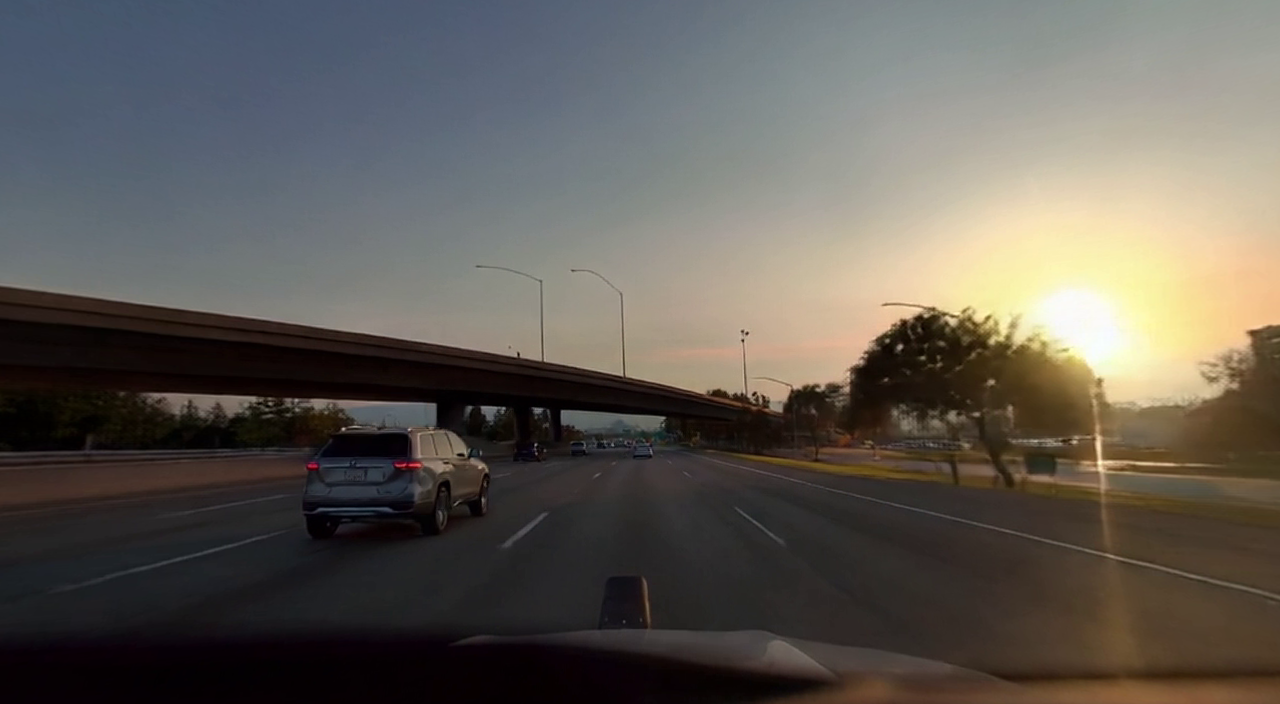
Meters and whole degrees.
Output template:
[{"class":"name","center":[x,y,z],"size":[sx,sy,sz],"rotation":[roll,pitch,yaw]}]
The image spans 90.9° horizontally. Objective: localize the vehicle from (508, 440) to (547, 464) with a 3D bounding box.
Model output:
[{"class":"vehicle","center":[-7.798,6.966,43.980],"size":[1.871,1.542,4.371],"rotation":[0,-8,0]}]

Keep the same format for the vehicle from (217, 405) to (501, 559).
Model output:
[{"class":"vehicle","center":[-3.760,1.835,9.598],"size":[2.214,1.759,4.435],"rotation":[-1,-8,1]}]

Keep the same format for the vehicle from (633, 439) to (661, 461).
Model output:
[{"class":"vehicle","center":[0.496,7.537,48.747],"size":[2.023,1.589,4.030],"rotation":[0,-8,-1]}]
